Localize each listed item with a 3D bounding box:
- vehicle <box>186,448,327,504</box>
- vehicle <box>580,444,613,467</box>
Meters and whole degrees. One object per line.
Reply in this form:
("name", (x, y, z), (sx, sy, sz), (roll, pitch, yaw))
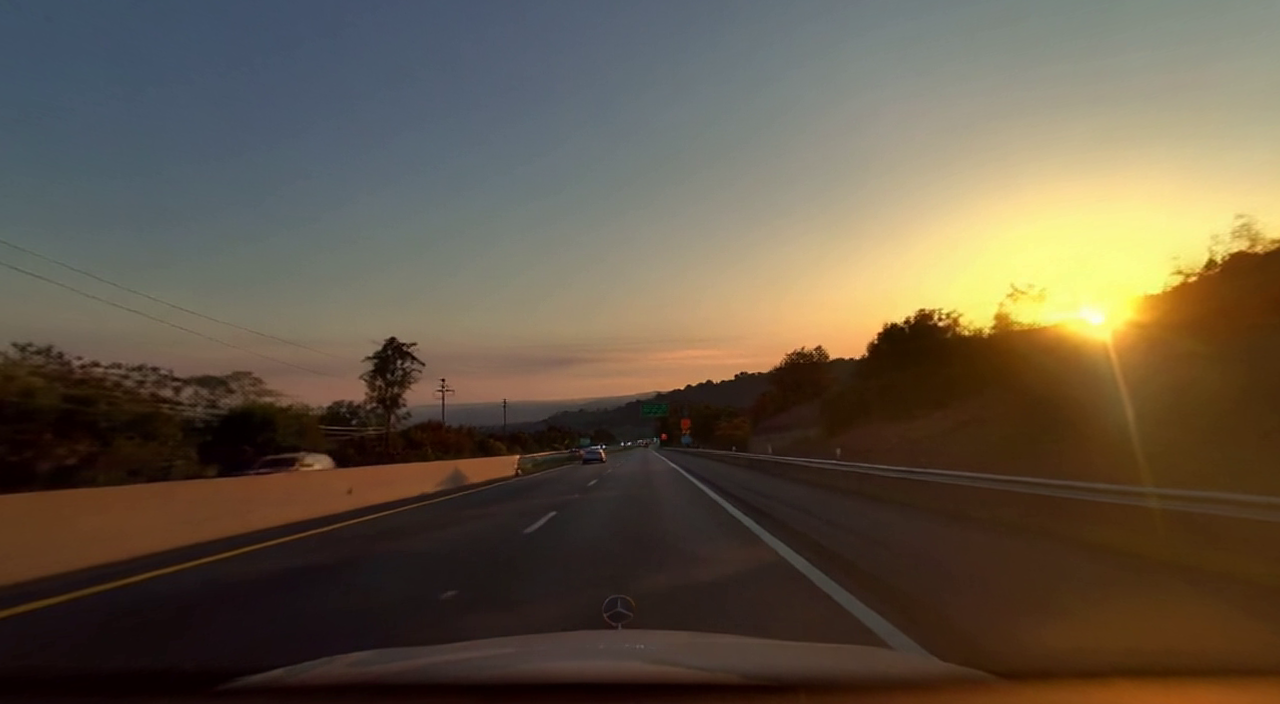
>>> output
("vehicle", (-12.603, 4.081, 21.077), (1.937, 1.655, 4.304), (0, -9, 1))
("vehicle", (-3.275, 7.888, 48.077), (2.139, 1.577, 4.546), (-2, -9, 1))
